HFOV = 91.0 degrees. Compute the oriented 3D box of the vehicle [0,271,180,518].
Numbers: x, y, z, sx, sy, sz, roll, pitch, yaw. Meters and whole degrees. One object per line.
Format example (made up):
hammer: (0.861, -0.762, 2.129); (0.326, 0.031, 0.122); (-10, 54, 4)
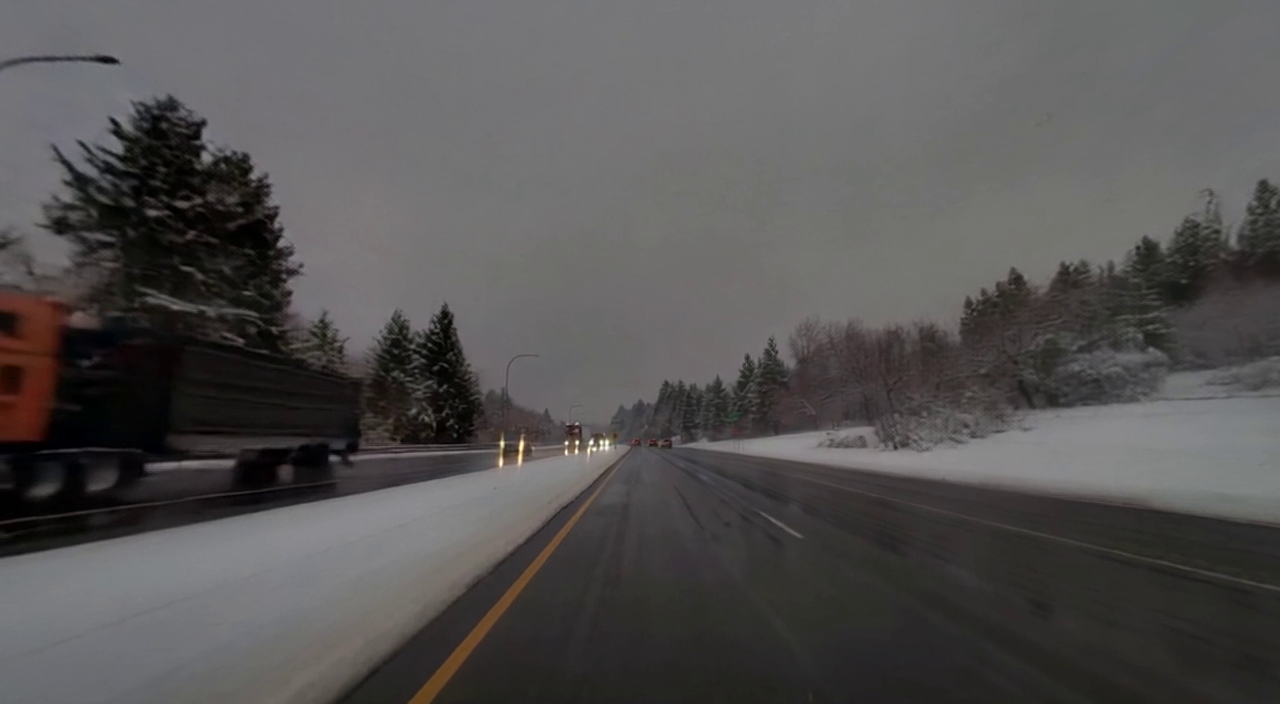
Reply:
vehicle: (-11.257, 0.726, 10.177); (2.946, 3.741, 5.919); (0, -8, 0)
